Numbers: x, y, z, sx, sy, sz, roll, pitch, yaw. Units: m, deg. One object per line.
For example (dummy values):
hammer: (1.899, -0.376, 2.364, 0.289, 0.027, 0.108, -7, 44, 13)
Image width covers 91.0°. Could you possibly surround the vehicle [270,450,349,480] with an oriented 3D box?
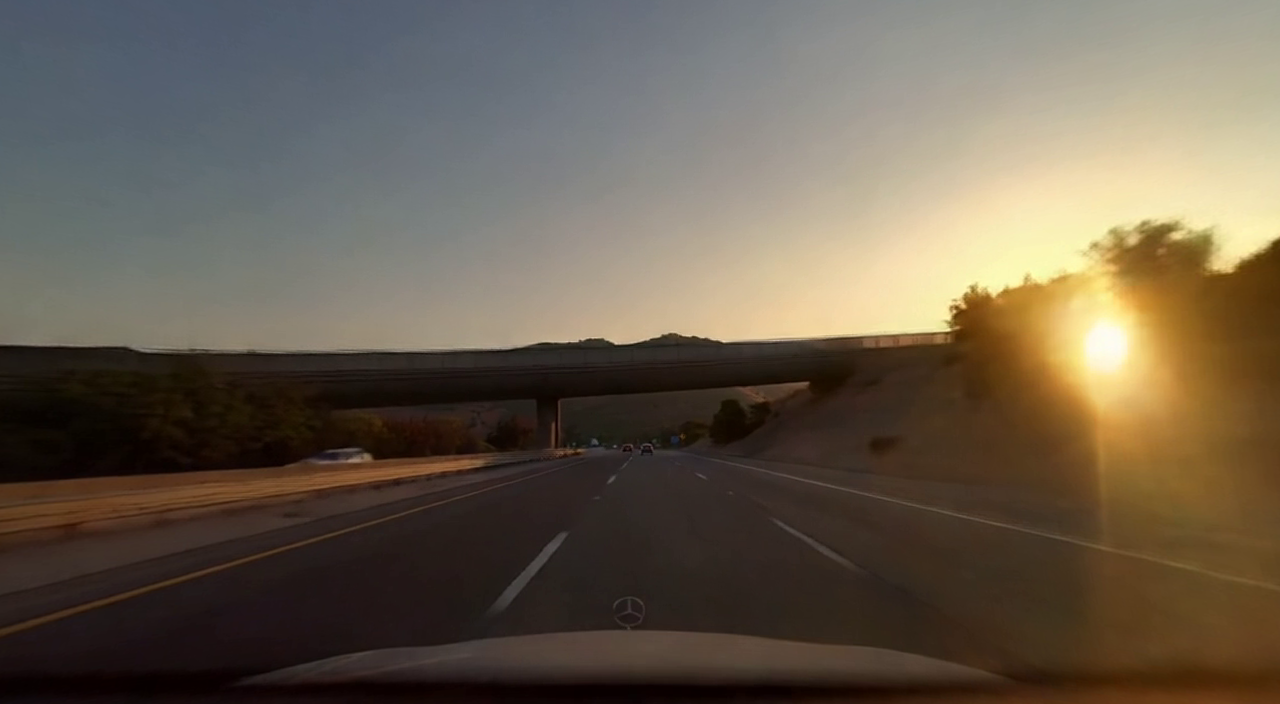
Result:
vehicle: (-18.387, 6.304, 35.301, 1.874, 1.508, 4.589, 0, -8, 1)
